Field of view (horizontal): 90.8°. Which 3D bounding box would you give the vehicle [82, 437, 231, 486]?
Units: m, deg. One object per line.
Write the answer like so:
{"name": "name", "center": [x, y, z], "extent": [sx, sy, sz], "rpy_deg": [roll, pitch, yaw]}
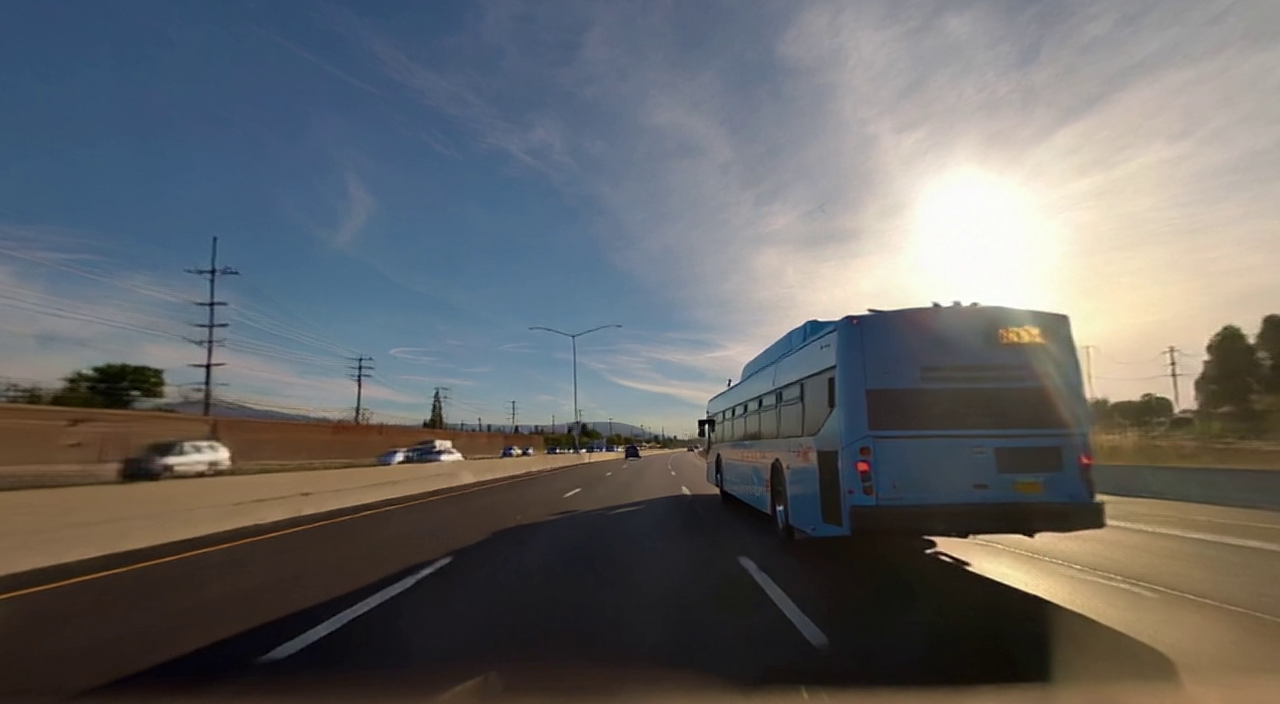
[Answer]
{"name": "vehicle", "center": [-21.396, 4.859, 28.397], "extent": [2.115, 1.932, 5.596], "rpy_deg": [-1, -9, 2]}

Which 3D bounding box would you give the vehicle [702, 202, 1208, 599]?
{"name": "vehicle", "center": [3.449, 1.445, 12.938], "extent": [3.144, 3.580, 14.591], "rpy_deg": [0, -9, 1]}

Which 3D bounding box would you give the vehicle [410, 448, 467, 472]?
{"name": "vehicle", "center": [-13.691, 7.339, 43.183], "extent": [2.099, 1.471, 4.756], "rpy_deg": [-1, -9, 3]}
